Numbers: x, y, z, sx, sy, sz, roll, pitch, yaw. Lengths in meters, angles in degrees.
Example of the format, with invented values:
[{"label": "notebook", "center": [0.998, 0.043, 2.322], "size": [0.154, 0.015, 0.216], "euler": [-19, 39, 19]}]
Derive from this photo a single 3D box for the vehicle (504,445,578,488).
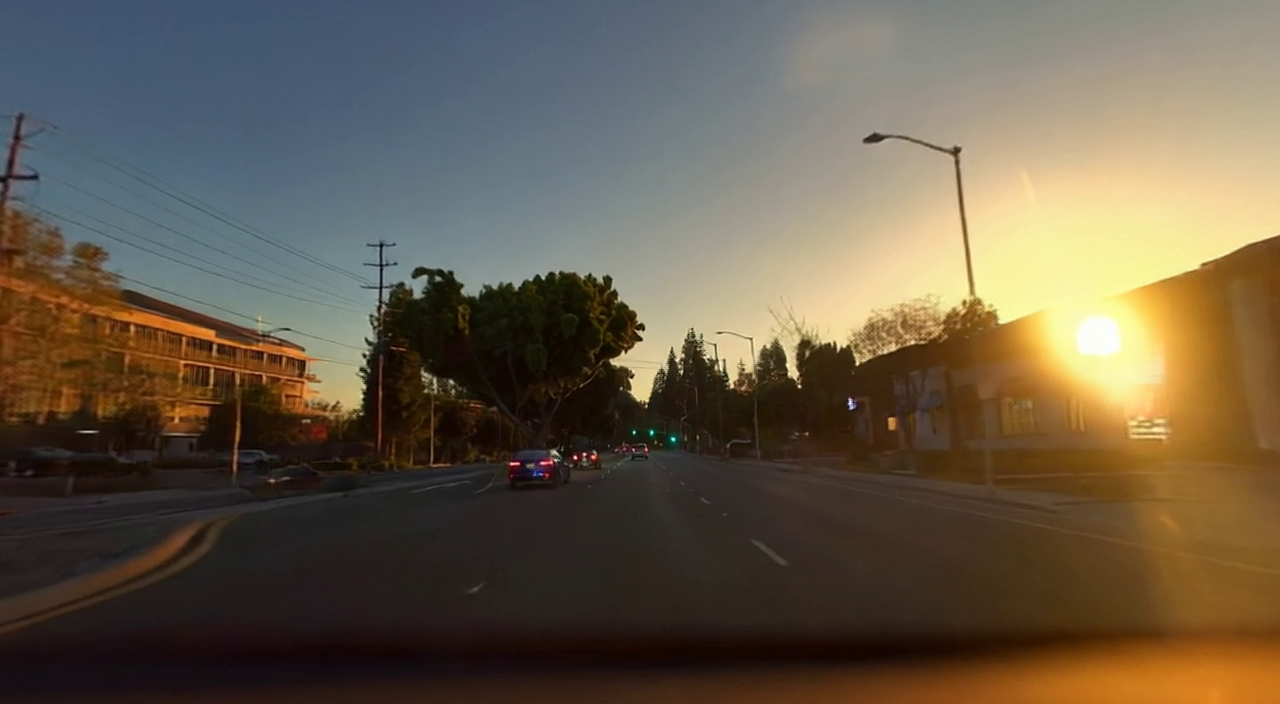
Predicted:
[{"label": "vehicle", "center": [-3.613, 4.264, 23.744], "size": [2.076, 1.444, 4.328], "euler": [0, -9, 0]}]
